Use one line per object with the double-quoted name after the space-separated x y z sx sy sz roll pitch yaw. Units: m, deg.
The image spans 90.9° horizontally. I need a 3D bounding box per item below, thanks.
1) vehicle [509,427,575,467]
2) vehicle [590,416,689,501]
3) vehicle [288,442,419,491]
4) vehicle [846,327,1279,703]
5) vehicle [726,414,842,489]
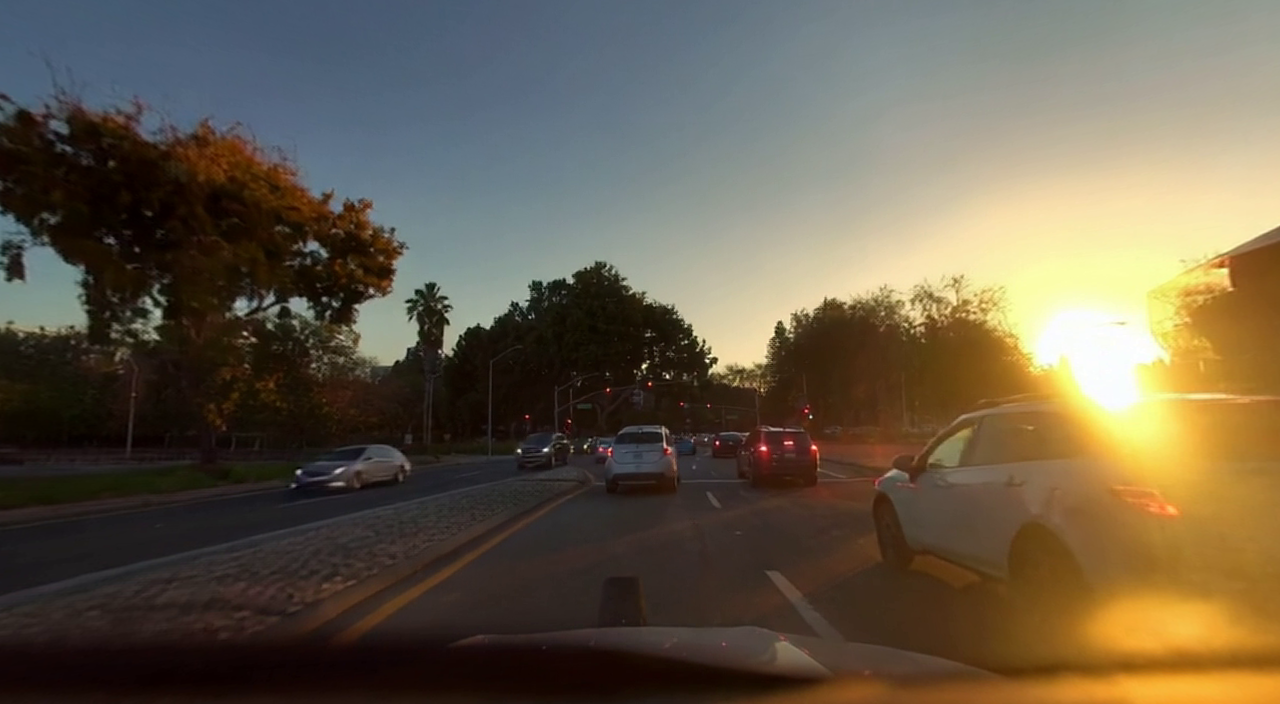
-5.360 5.301 35.343 2.355 2.005 5.673 -1 -8 5 "vehicle"
0.117 2.544 15.381 2.113 1.768 3.901 0 -8 4 "vehicle"
-9.520 3.805 21.467 1.953 1.476 4.747 -1 -8 4 "vehicle"
3.452 1.091 5.107 2.114 1.765 4.647 0 -8 2 "vehicle"
3.986 2.920 18.755 2.317 1.857 5.940 0 -8 3 "vehicle"
